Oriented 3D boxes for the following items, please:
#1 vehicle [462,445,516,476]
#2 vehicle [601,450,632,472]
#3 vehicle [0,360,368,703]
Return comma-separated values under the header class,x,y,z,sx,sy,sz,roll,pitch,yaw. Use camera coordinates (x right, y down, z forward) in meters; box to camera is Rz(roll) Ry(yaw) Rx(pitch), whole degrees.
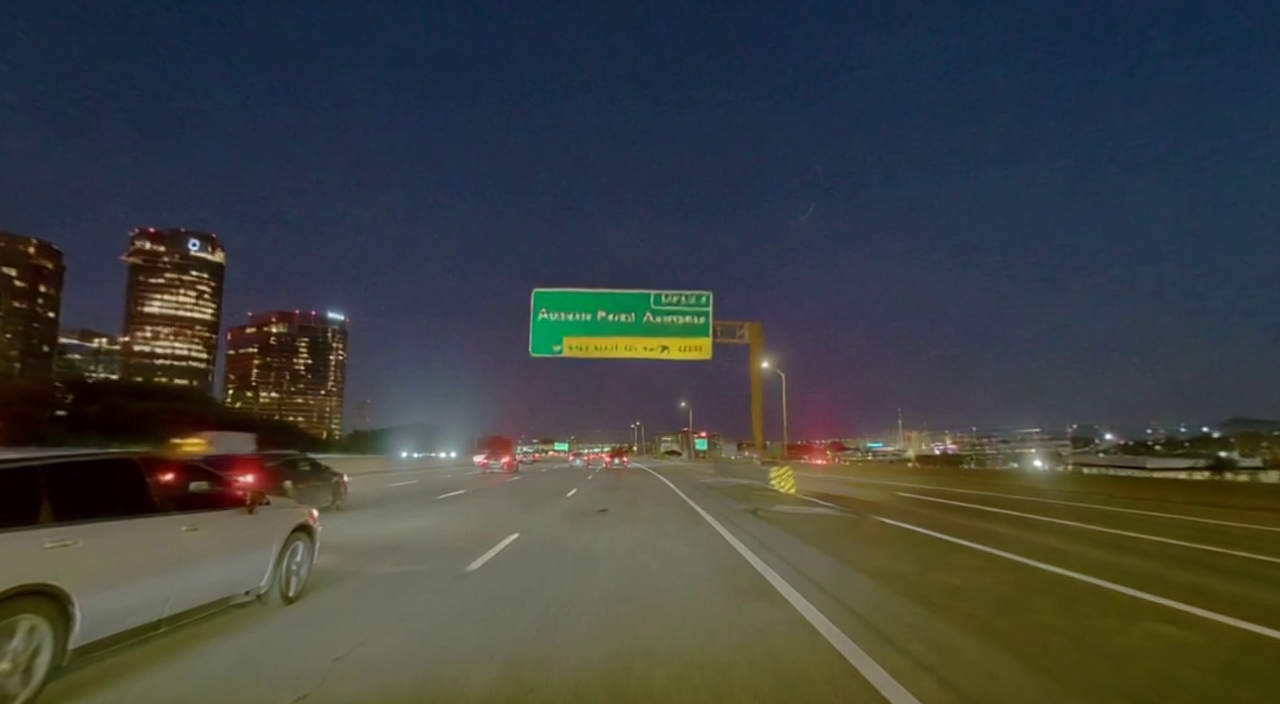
class,x,y,z,sx,sy,sz,roll,pitch,yaw
vehicle,-8.657,6.264,36.557,2.065,1.689,4.399,0,-9,-1
vehicle,-1.677,7.724,44.874,2.110,1.501,4.319,0,-9,-2
vehicle,-3.587,1.048,3.495,2.036,1.717,4.592,0,-9,1
